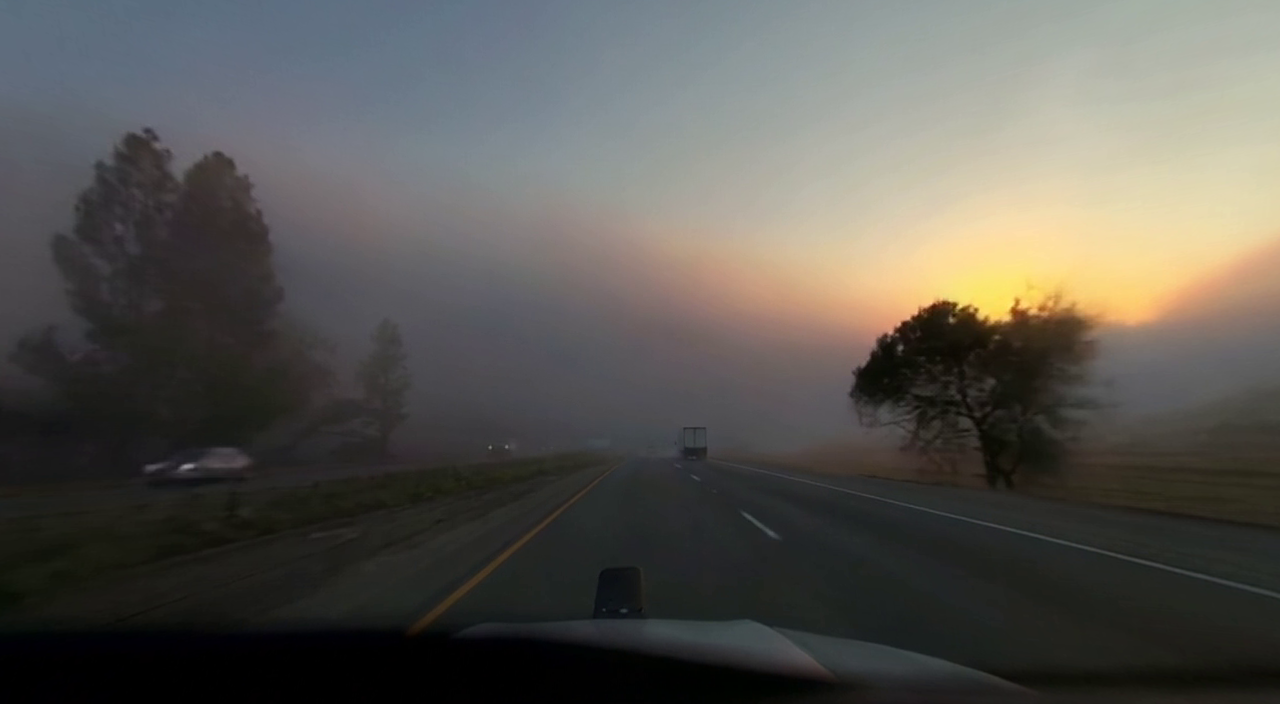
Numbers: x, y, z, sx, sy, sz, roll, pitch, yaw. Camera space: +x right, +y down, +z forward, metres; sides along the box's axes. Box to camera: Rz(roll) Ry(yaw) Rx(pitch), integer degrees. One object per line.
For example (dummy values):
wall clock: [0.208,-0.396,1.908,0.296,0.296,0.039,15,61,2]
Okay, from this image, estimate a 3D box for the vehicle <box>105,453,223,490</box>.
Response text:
vehicle: [-21.054,5.291,28.164,1.701,1.419,4.484,0,-8,1]

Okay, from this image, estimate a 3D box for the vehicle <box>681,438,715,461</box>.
vehicle: [4.381,7.470,48.353,2.157,1.640,4.056,0,-8,0]
